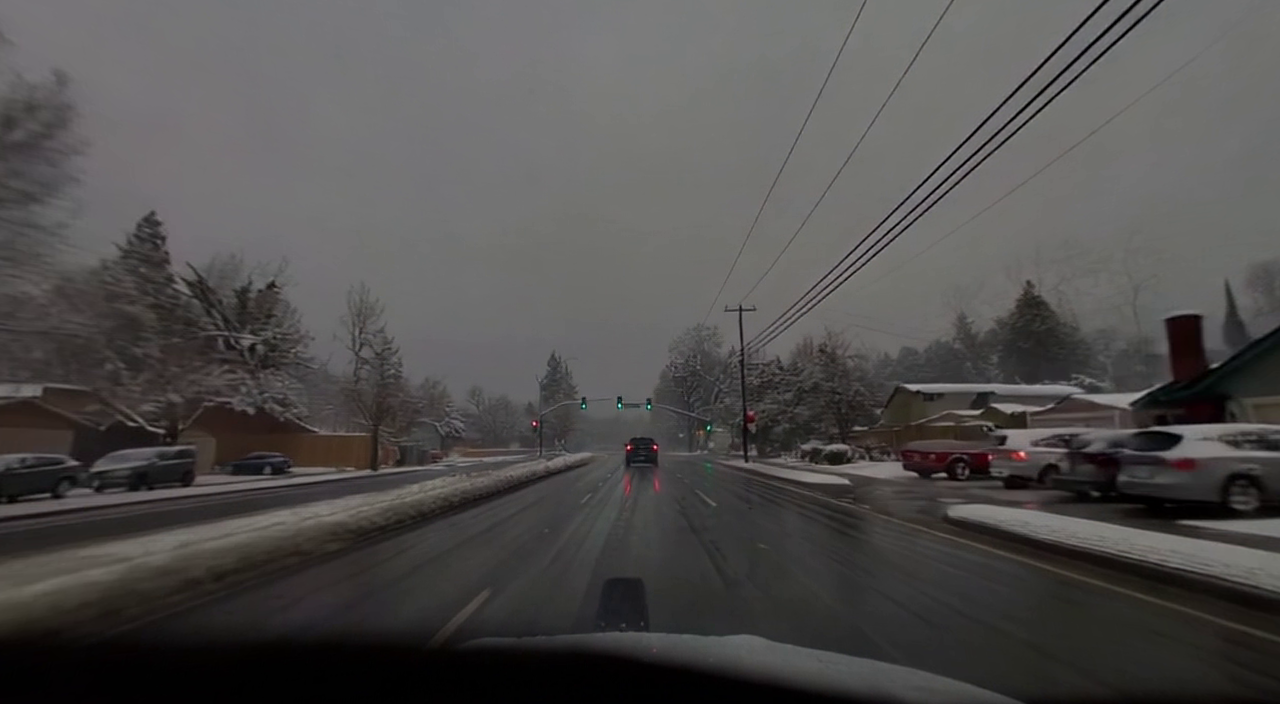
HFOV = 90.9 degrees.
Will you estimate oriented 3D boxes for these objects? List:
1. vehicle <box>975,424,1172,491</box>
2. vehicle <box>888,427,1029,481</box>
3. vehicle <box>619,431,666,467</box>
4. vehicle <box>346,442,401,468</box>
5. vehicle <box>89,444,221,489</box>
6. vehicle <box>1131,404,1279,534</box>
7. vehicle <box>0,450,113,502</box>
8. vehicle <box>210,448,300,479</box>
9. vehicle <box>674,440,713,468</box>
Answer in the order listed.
[{"bbox_3d":[13.520,3.307,19.916,4.508,1.937,2.356,1,-8,-5],"label":"vehicle"},{"bbox_3d":[12.638,4.056,25.245,4.412,1.878,2.048,-2,-8,-2],"label":"vehicle"},{"bbox_3d":[0.155,6.003,39.203,2.769,2.087,5.130,0,-8,0],"label":"vehicle"},{"bbox_3d":[-20.014,7.733,47.540,2.046,1.874,4.448,0,-8,2],"label":"vehicle"},{"bbox_3d":[-20.218,4.763,26.570,1.973,1.700,4.475,0,-8,0],"label":"vehicle"},{"bbox_3d":[11.829,1.990,11.061,4.305,1.997,2.453,0,-8,0],"label":"vehicle"},{"bbox_3d":[-20.072,3.950,20.364,2.050,1.501,4.588,0,-8,1],"label":"vehicle"},{"bbox_3d":[-20.393,5.880,33.620,1.865,1.506,4.706,0,-8,-1],"label":"vehicle"},{"bbox_3d":[3.250,6.254,38.730,2.002,1.511,4.124,2,-8,0],"label":"vehicle"}]
